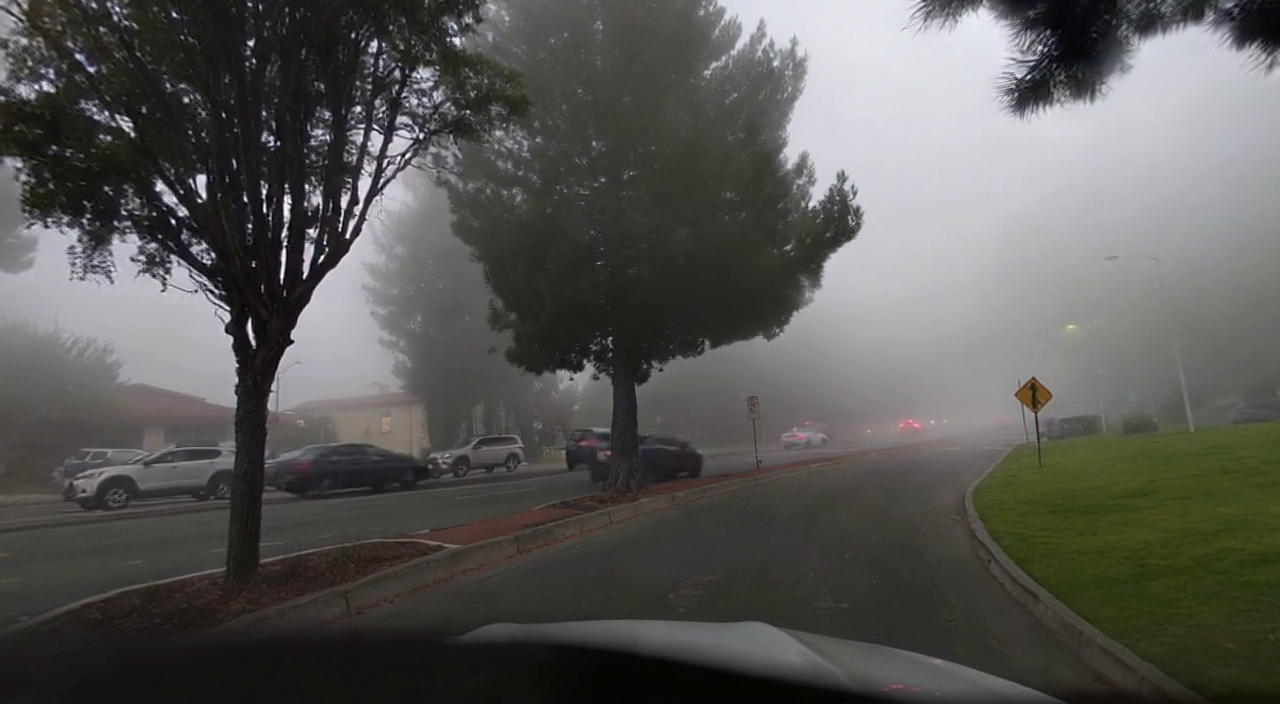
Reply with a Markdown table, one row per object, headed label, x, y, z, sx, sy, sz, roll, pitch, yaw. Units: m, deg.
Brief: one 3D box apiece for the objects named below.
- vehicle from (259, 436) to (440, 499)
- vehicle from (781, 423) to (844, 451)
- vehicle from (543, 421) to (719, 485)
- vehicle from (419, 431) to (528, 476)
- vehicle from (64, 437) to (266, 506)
| label | x | y | z | sx | sy | sz | roll | pitch | yaw |
| --- | --- | --- | --- | --- | --- | --- | --- | --- | --- |
| vehicle | -9.643 | 3.822 | 21.317 | 2.313 | 1.688 | 5.015 | -12 | -12 | 39 |
| vehicle | 10.919 | 5.336 | 39.690 | 2.040 | 1.625 | 5.119 | -5 | -10 | 36 |
| vehicle | -0.130 | 2.945 | 18.456 | 2.201 | 1.574 | 5.060 | -11 | -13 | 42 |
| vehicle | -8.239 | 5.002 | 31.723 | 2.134 | 1.924 | 4.911 | -7 | -8 | 41 |
| vehicle | -15.754 | 3.909 | 21.269 | 2.294 | 2.000 | 4.788 | -7 | -10 | 33 |
